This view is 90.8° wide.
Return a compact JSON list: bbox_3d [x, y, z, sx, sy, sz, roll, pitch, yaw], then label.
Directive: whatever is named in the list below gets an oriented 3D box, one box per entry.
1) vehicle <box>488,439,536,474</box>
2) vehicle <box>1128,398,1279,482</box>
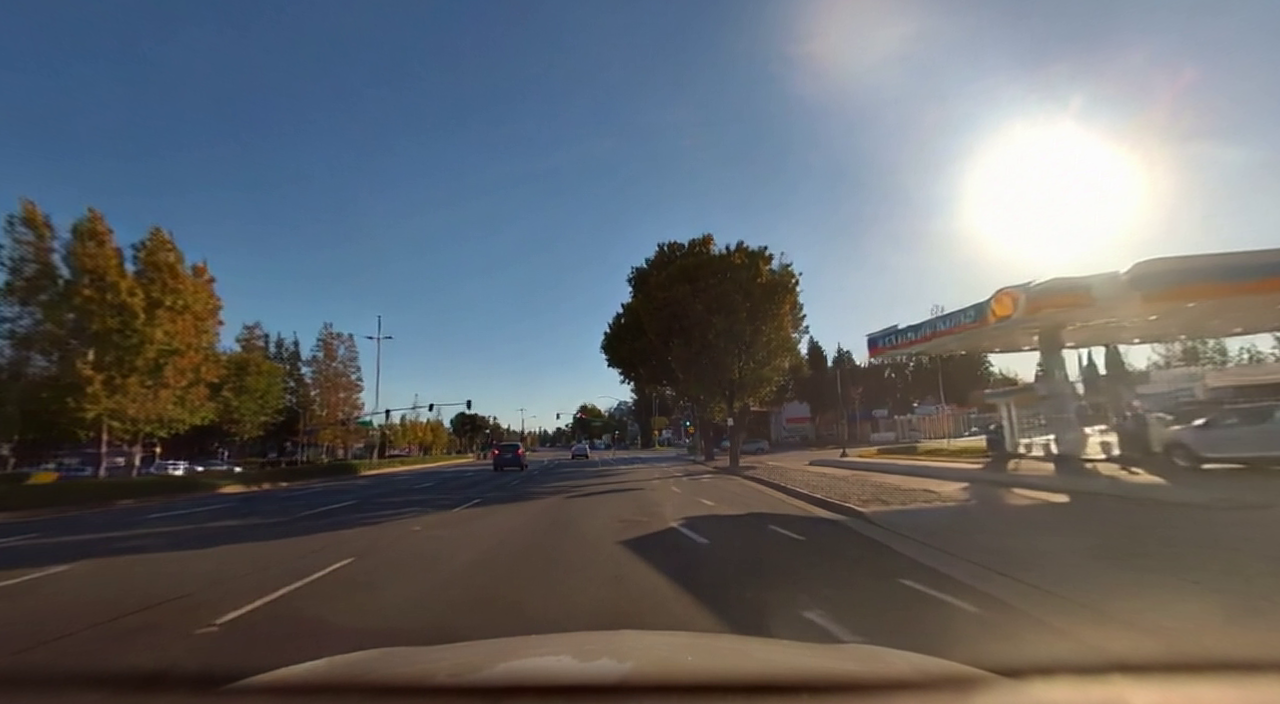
[{"bbox_3d":[-6.998,5.755,34.954,1.985,1.772,4.479,0,-9,-3],"label":"vehicle"},{"bbox_3d":[13.934,2.014,14.456,3.991,1.756,1.827,0,-9,-3],"label":"vehicle"}]
